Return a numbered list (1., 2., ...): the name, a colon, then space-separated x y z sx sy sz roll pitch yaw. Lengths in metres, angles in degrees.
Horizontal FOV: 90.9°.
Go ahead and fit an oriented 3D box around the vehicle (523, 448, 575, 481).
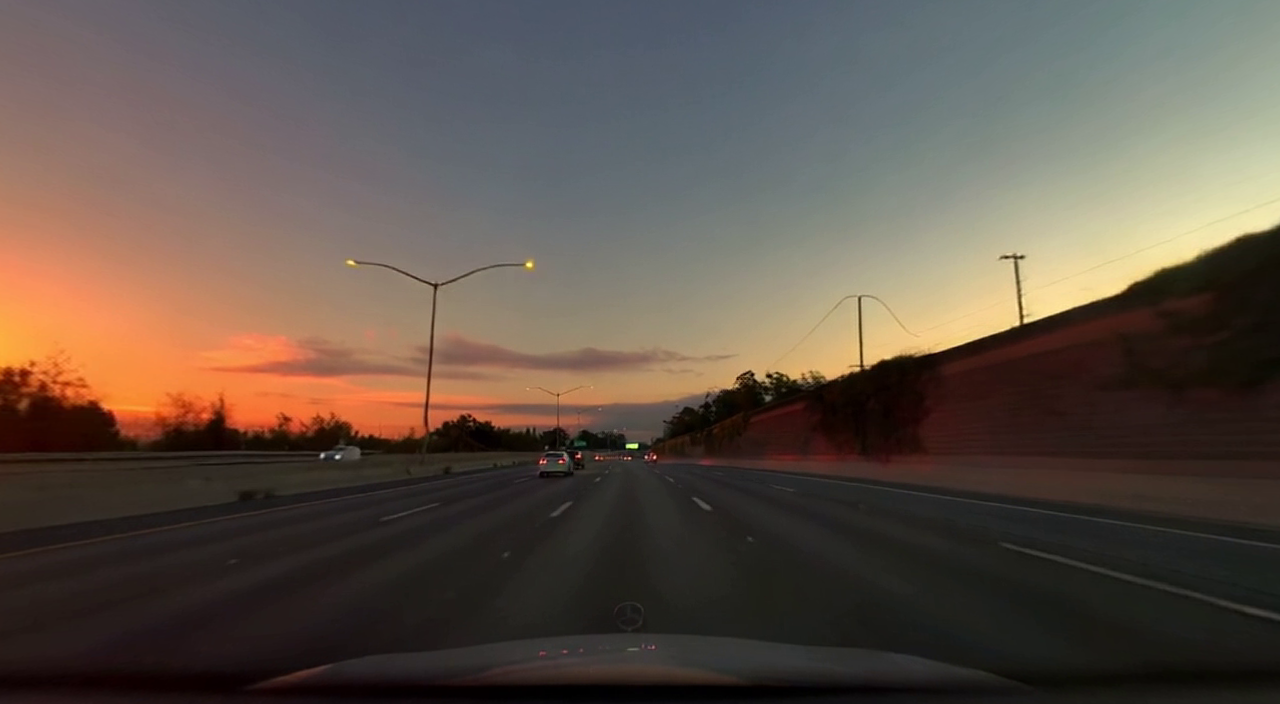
1. vehicle: -4.412 5.493 31.147 2.014 1.481 4.156 0 -9 -1
